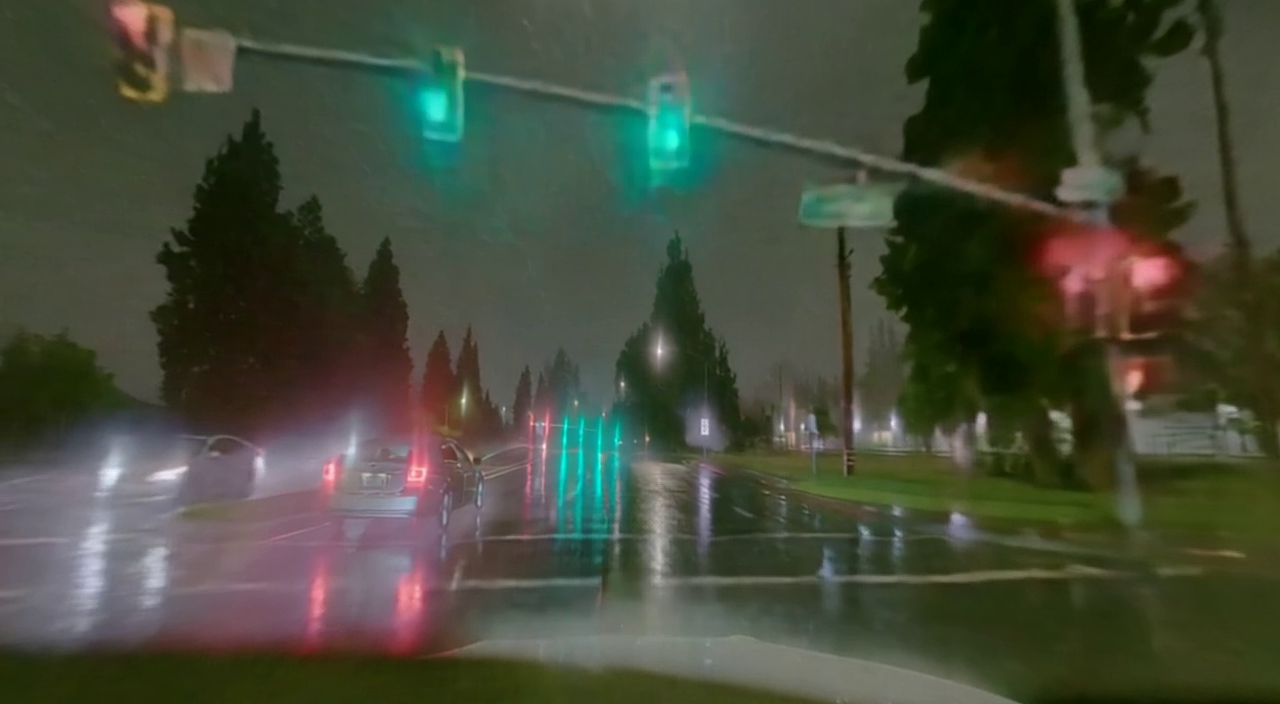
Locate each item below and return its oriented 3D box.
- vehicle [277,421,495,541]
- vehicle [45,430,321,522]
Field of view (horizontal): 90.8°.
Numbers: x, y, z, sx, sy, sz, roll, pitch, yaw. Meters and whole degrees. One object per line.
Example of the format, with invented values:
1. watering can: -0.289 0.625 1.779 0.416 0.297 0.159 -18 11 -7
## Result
1. vehicle: -3.780 1.988 10.379 1.915 1.521 4.283 0 -8 -2
2. vehicle: -8.721 2.373 12.795 2.080 1.460 4.756 1 -8 -1
